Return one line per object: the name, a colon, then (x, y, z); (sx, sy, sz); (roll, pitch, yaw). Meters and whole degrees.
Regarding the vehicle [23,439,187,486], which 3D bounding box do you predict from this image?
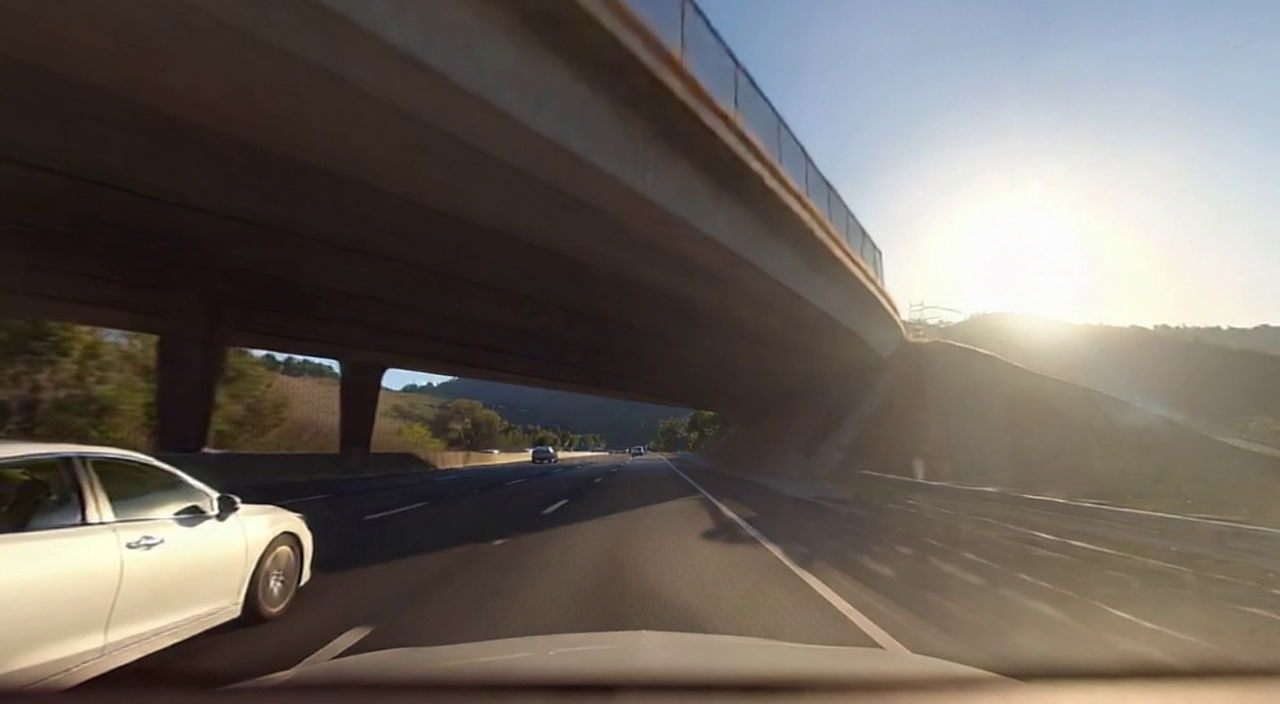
vehicle: (-19.570, 4.041, 23.417); (1.851, 1.545, 4.735); (0, -8, 1)
